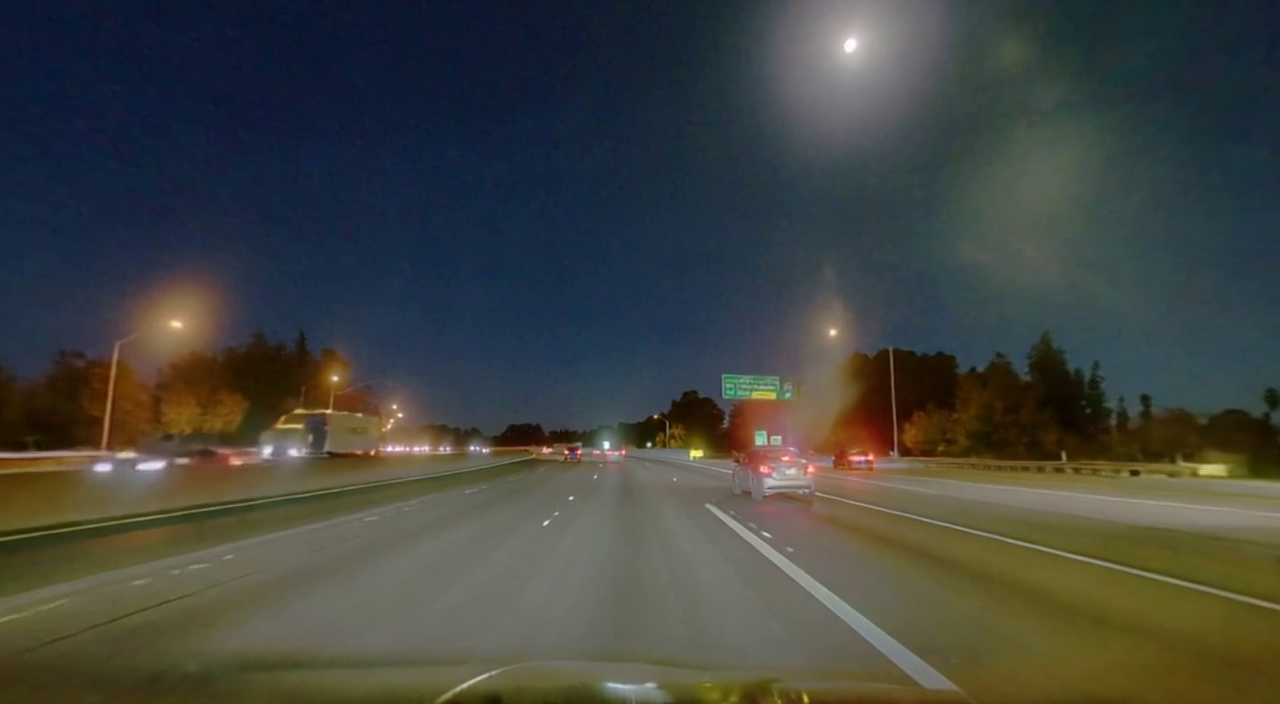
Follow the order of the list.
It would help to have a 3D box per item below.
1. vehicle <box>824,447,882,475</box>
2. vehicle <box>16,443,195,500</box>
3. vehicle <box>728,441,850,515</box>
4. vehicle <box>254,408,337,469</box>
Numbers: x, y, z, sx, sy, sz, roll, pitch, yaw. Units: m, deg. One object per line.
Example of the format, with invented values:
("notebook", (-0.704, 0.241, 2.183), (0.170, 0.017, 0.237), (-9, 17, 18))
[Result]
("vehicle", (12.434, 6.366, 36.997), (1.878, 1.486, 4.636), (0, -9, 1))
("vehicle", (-16.432, 3.667, 19.719), (1.861, 1.545, 4.299), (0, -9, -1))
("vehicle", (3.461, 2.993, 15.439), (1.975, 1.562, 3.823), (0, -9, -1))
("vehicle", (-24.979, 6.427, 46.058), (2.931, 4.092, 6.128), (1, -10, -6))
